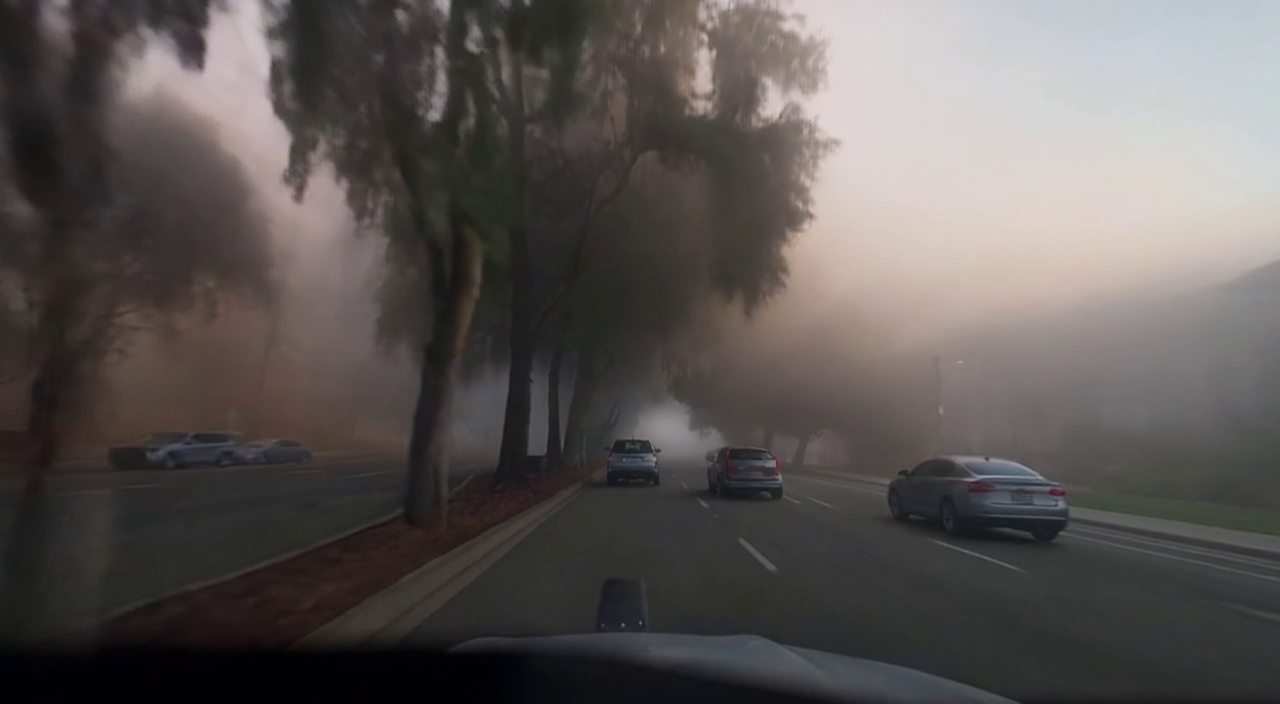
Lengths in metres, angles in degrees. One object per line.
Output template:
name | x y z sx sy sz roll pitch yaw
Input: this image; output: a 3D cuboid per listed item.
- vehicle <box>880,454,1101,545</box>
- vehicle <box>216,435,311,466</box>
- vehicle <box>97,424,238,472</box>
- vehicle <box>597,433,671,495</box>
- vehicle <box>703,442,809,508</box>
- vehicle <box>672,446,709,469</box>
vehicle | 6.747 2.832 12.756 1.944 1.458 4.268 0 -9 -1
vehicle | -18.949 4.989 31.926 1.851 1.477 4.891 0 -9 -1
vehicle | -19.097 3.922 25.735 1.903 1.768 4.985 0 -9 0
vehicle | -0.162 3.395 19.360 2.008 1.674 4.239 0 -9 0
vehicle | 2.928 3.191 16.805 1.932 1.510 4.168 0 -9 -1
vehicle | 3.299 6.938 41.510 2.012 1.462 4.163 0 -9 -1
